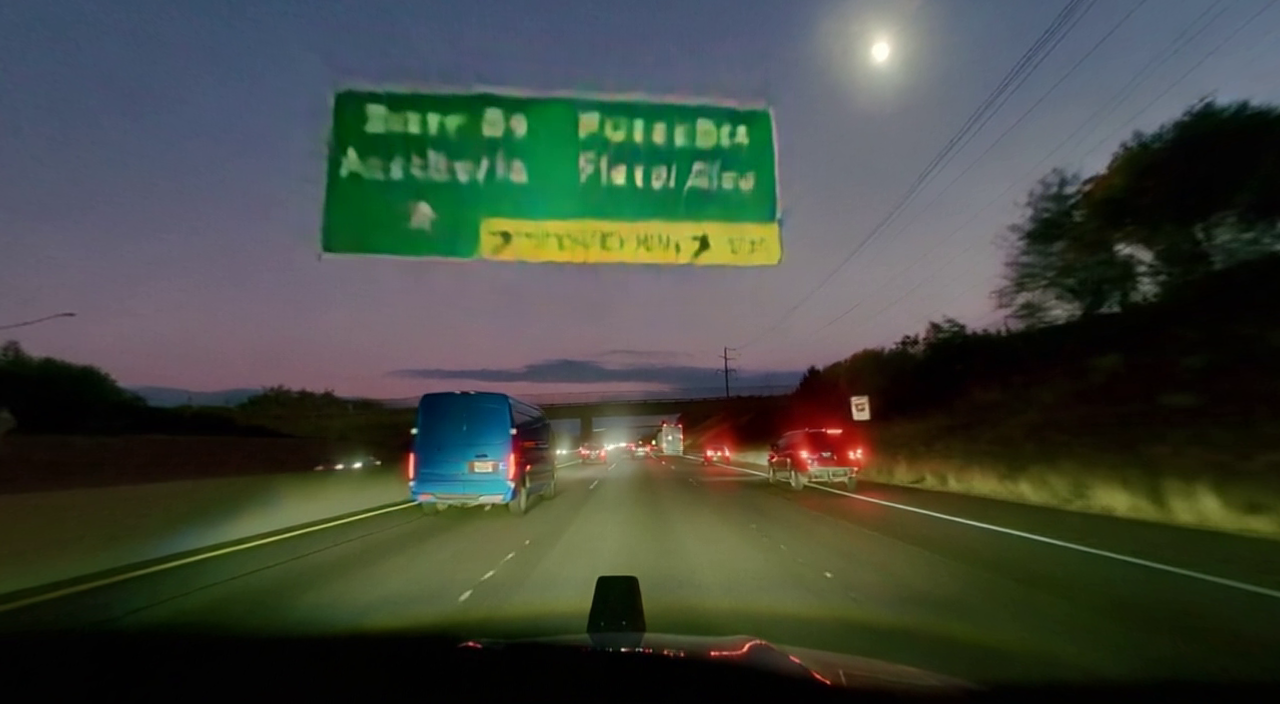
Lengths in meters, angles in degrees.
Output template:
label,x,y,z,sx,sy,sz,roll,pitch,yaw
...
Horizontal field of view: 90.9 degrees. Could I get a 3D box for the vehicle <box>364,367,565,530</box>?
label,x,y,z,sx,sy,sz,roll,pitch,yaw
vehicle,-3.181,2.002,13.154,2.451,2.627,5.868,0,-9,0

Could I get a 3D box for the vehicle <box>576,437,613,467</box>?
label,x,y,z,sx,sy,sz,roll,pitch,yaw
vehicle,-3.218,7.237,45.747,2.334,2.051,4.900,0,-9,0

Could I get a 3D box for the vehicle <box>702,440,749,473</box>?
label,x,y,z,sx,sy,sz,roll,pitch,yaw
vehicle,4.648,5.788,34.963,1.936,1.664,4.198,0,-9,-1
